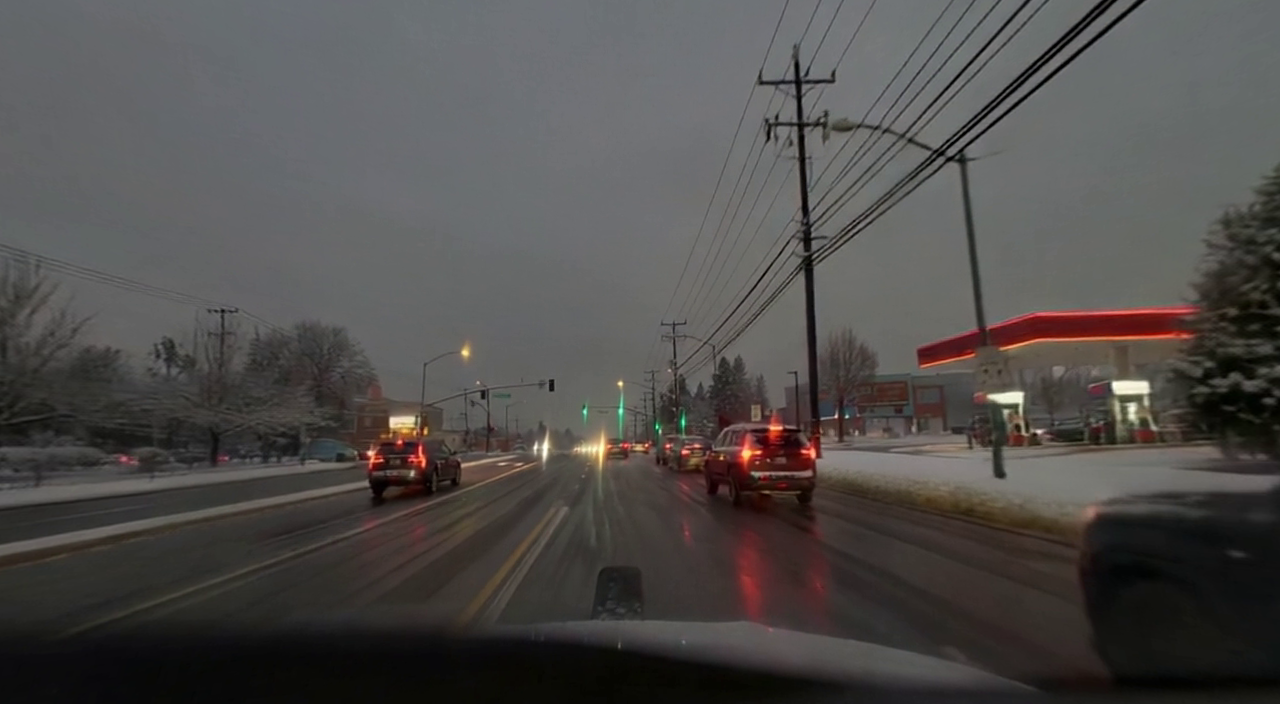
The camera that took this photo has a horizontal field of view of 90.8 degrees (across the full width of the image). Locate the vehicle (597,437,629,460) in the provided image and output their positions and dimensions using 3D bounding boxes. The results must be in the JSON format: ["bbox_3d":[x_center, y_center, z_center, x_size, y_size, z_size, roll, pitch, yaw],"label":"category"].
[{"bbox_3d":[-1.889,6.579,43.078,2.065,1.484,3.894,0,-8,-4],"label":"vehicle"}]

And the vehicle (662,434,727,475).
[{"bbox_3d":[2.127,4.163,25.877,1.945,1.470,4.363,0,-8,-5],"label":"vehicle"}]

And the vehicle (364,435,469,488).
[{"bbox_3d":[-7.006,3.461,20.309,2.075,1.470,4.190,0,-8,-4],"label":"vehicle"}]

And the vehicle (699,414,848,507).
[{"bbox_3d":[2.912,2.529,15.131,2.124,1.824,4.973,0,-8,-4],"label":"vehicle"}]

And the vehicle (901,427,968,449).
[{"bbox_3d":[22.181,6.550,47.823,1.934,1.570,5.073,1,-9,-10],"label":"vehicle"}]

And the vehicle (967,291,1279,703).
[{"bbox_3d":[3.560,0.584,1.488,2.582,1.810,5.315,0,-8,-2],"label":"vehicle"}]
